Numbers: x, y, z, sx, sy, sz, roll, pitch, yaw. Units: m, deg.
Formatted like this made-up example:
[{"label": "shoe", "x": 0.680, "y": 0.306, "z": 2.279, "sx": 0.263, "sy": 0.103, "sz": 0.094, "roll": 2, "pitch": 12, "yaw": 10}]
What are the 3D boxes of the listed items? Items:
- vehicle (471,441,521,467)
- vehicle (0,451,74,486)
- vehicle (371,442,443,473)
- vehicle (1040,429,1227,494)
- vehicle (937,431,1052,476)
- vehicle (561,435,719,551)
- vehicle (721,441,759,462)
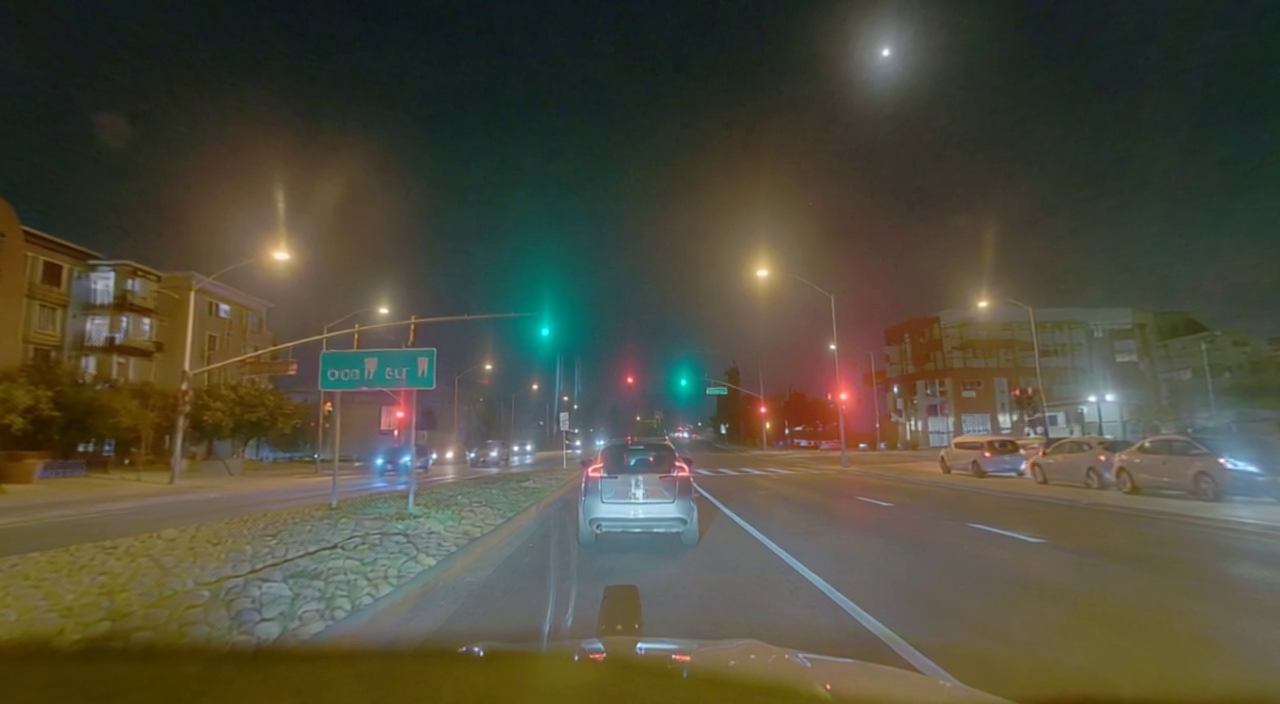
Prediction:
[{"label": "vehicle", "x": -8.798, "y": 6.245, "z": 38.759, "sx": 1.994, "sy": 1.474, "sz": 4.411, "roll": 0, "pitch": -9, "yaw": 0}, {"label": "vehicle", "x": -27.408, "y": 5.025, "z": 27.215, "sx": 1.773, "sy": 1.438, "sz": 4.268, "roll": 0, "pitch": -9, "yaw": 2}, {"label": "vehicle", "x": -12.259, "y": 5.574, "z": 33.426, "sx": 2.125, "sy": 1.495, "sz": 4.308, "roll": 0, "pitch": -9, "yaw": 1}, {"label": "vehicle", "x": 13.076, "y": 2.919, "z": 17.060, "sx": 1.859, "sy": 1.525, "sz": 3.948, "roll": 0, "pitch": -9, "yaw": 1}, {"label": "vehicle", "x": 13.068, "y": 3.773, "z": 23.501, "sx": 1.887, "sy": 1.504, "sz": 3.898, "roll": 0, "pitch": -9, "yaw": -2}, {"label": "vehicle", "x": -0.107, "y": 2.110, "z": 10.155, "sx": 2.010, "sy": 1.447, "sz": 4.121, "roll": 0, "pitch": -9, "yaw": -3}, {"label": "vehicle", "x": 6.966, "y": 6.991, "z": 44.288, "sx": 1.932, "sy": 1.439, "sz": 4.159, "roll": 0, "pitch": -9, "yaw": -1}]
